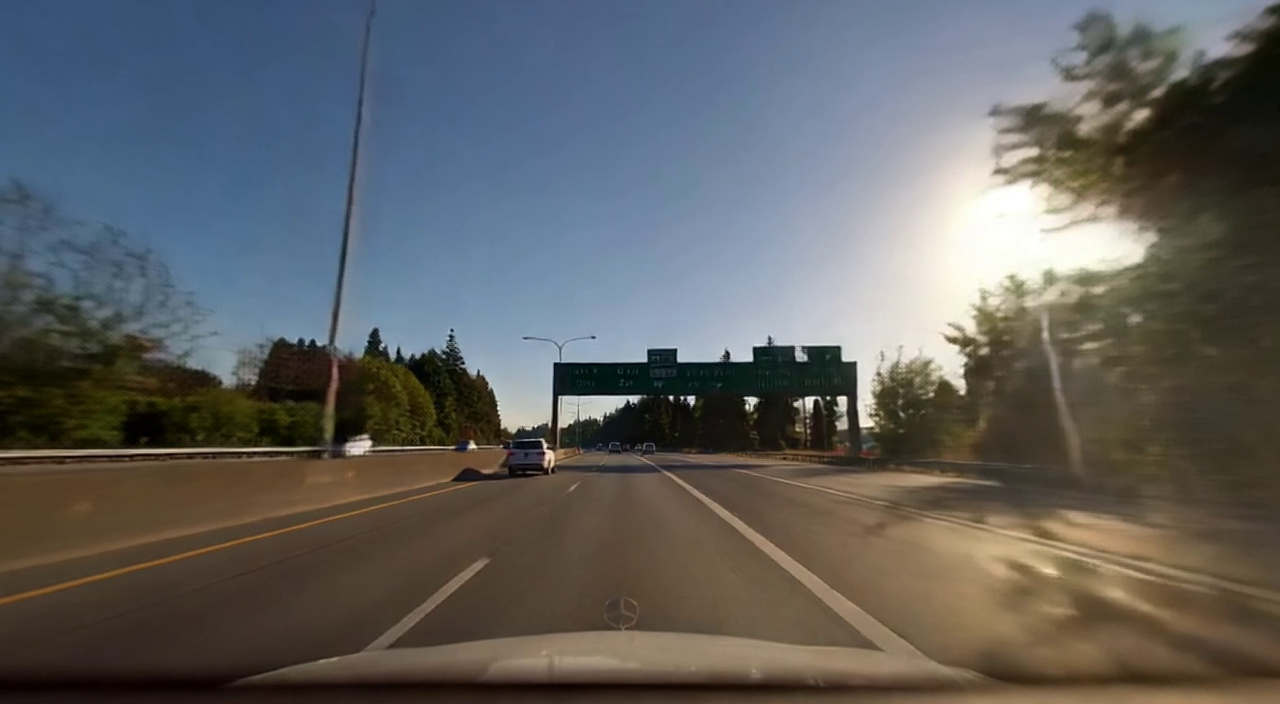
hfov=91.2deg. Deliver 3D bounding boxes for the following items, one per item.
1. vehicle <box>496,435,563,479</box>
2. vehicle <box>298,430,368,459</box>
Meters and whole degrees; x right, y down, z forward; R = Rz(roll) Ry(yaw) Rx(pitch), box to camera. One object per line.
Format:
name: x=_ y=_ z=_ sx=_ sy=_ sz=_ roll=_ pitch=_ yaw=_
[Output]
vehicle: x=-4.438 y=4.271 z=25.721 sx=2.071 sy=1.615 sz=3.868 roll=0 pitch=-9 yaw=-1
vehicle: x=-17.444 y=5.286 z=35.841 sx=1.846 sy=1.533 sz=4.317 roll=0 pitch=-9 yaw=-1
